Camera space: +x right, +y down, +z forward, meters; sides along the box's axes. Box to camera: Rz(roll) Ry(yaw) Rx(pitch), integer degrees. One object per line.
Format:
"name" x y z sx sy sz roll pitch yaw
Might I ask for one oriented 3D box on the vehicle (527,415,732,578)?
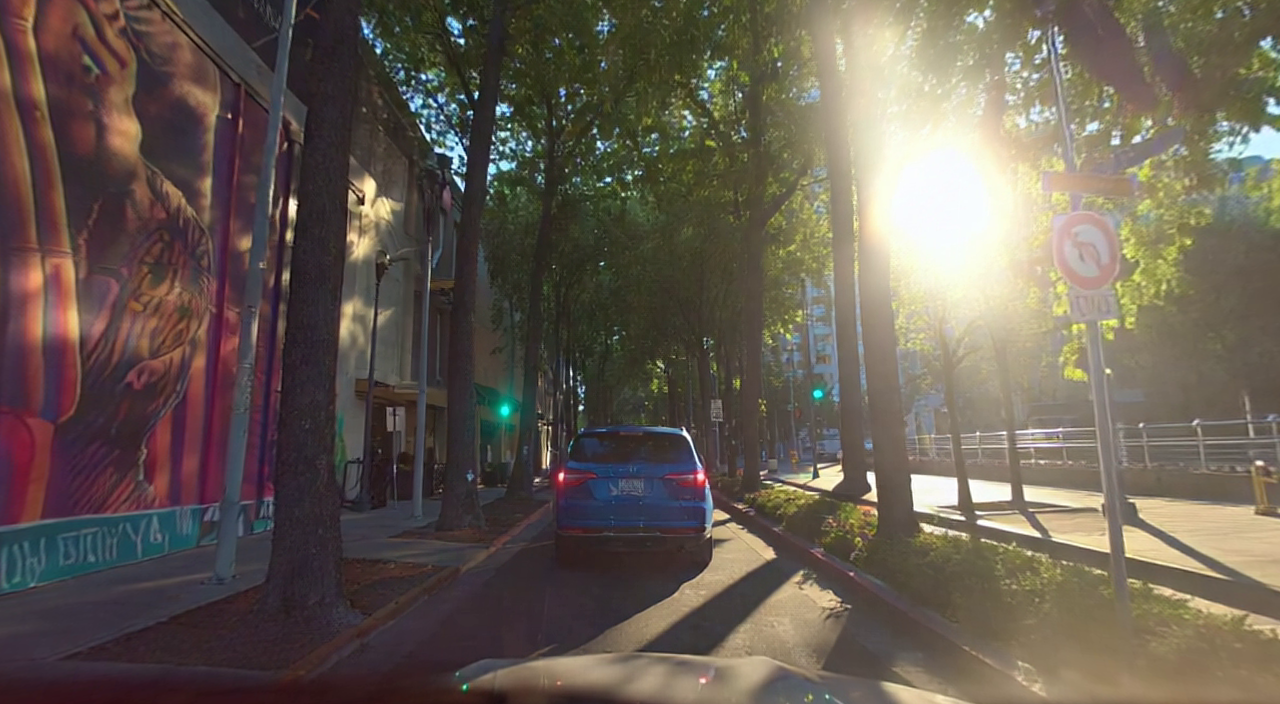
"vehicle" -0.134 1.756 8.404 2.079 1.621 3.861 0 -8 -1
